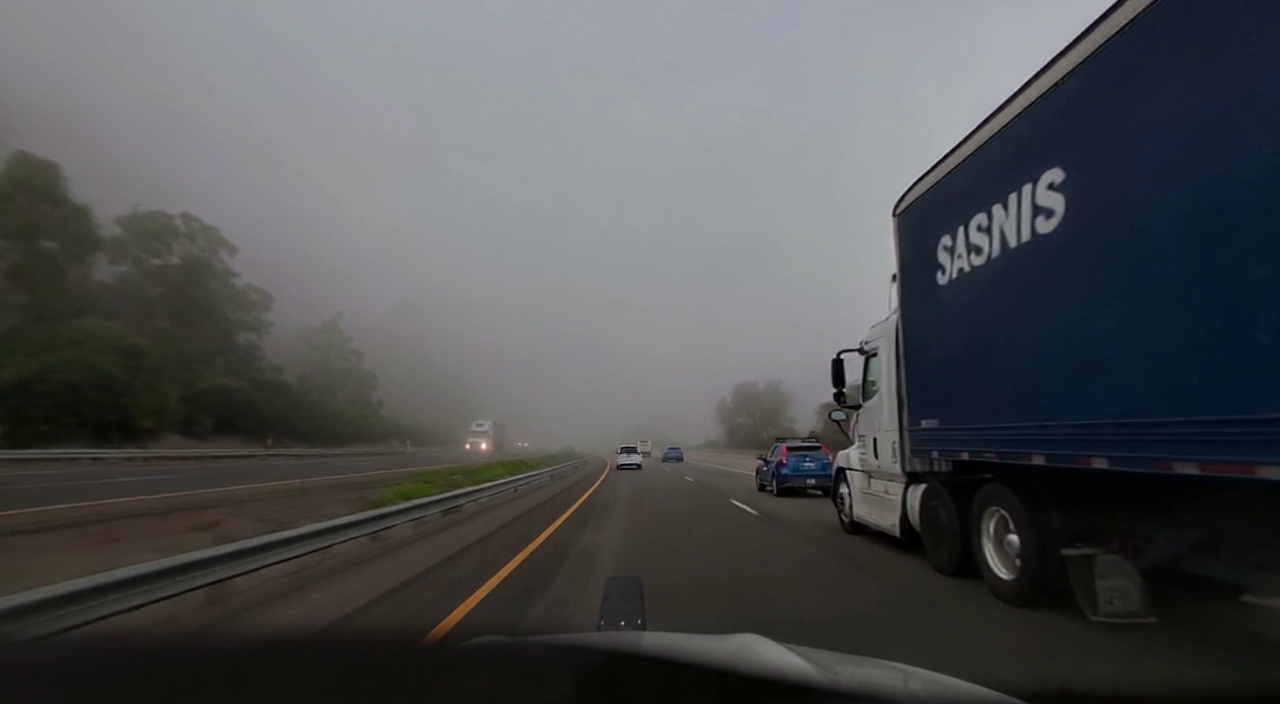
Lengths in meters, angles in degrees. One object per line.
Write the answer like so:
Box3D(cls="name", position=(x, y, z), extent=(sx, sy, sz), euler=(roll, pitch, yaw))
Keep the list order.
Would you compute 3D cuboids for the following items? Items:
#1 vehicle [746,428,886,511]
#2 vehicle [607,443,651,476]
Box3D(cls="vehicle", position=(3.819, 2.644, 14.491), extent=(2.013, 1.623, 3.916), euler=(0, -9, -1))
Box3D(cls="vehicle", position=(-0.575, 5.274, 31.074), extent=(2.050, 1.534, 3.771), euler=(0, -9, -2))
